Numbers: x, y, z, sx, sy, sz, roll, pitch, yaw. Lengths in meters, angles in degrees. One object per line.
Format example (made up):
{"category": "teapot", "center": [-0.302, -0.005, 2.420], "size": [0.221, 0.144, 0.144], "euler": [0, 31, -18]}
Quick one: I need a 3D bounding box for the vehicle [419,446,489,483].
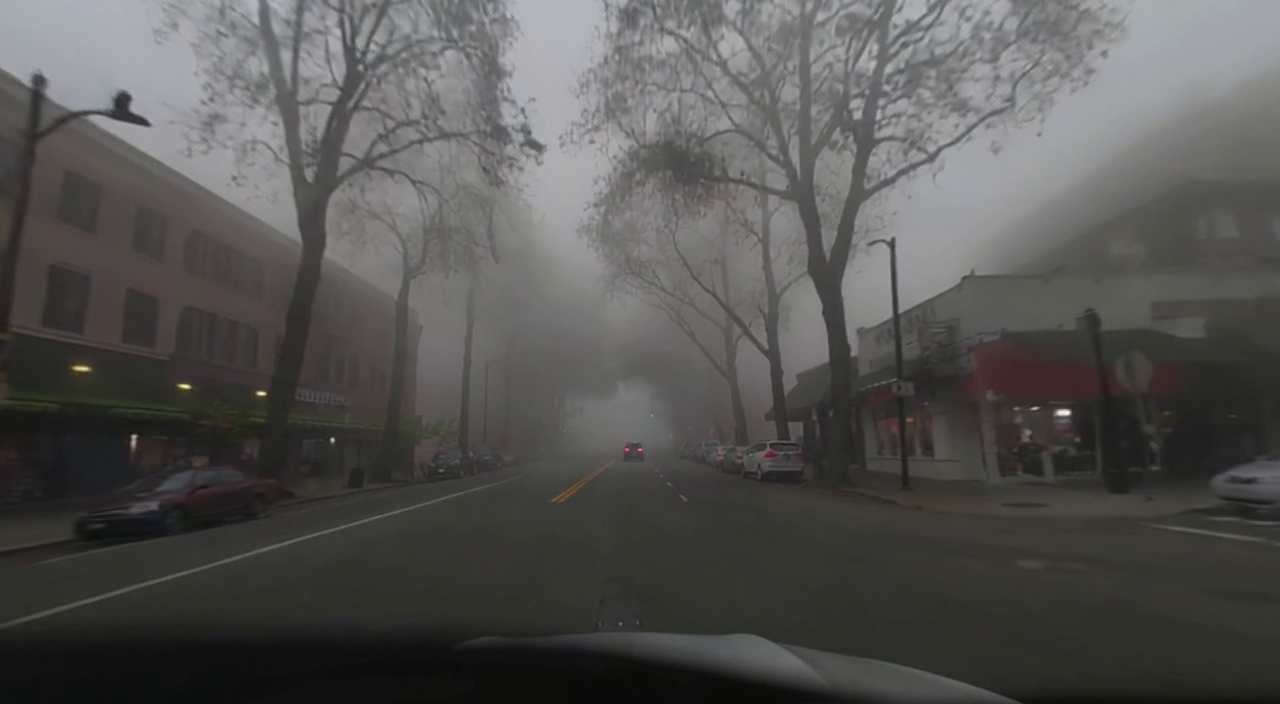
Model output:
{"category": "vehicle", "center": [-10.050, 6.109, 34.661], "size": [2.081, 1.819, 5.607], "euler": [0, -9, 0]}

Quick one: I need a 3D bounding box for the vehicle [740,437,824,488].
{"category": "vehicle", "center": [5.488, 4.323, 25.115], "size": [2.042, 1.787, 5.110], "euler": [0, -9, -1]}

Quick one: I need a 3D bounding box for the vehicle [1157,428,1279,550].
{"category": "vehicle", "center": [10.861, 1.953, 9.319], "size": [4.563, 1.633, 2.144], "euler": [0, -9, -1]}

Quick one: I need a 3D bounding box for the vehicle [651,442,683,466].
{"category": "vehicle", "center": [1.820, 7.167, 44.556], "size": [1.998, 1.580, 4.015], "euler": [0, -9, -1]}

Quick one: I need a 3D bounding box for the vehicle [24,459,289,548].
{"category": "vehicle", "center": [-9.829, 3.066, 13.588], "size": [1.802, 1.397, 5.226], "euler": [0, -8, -3]}
